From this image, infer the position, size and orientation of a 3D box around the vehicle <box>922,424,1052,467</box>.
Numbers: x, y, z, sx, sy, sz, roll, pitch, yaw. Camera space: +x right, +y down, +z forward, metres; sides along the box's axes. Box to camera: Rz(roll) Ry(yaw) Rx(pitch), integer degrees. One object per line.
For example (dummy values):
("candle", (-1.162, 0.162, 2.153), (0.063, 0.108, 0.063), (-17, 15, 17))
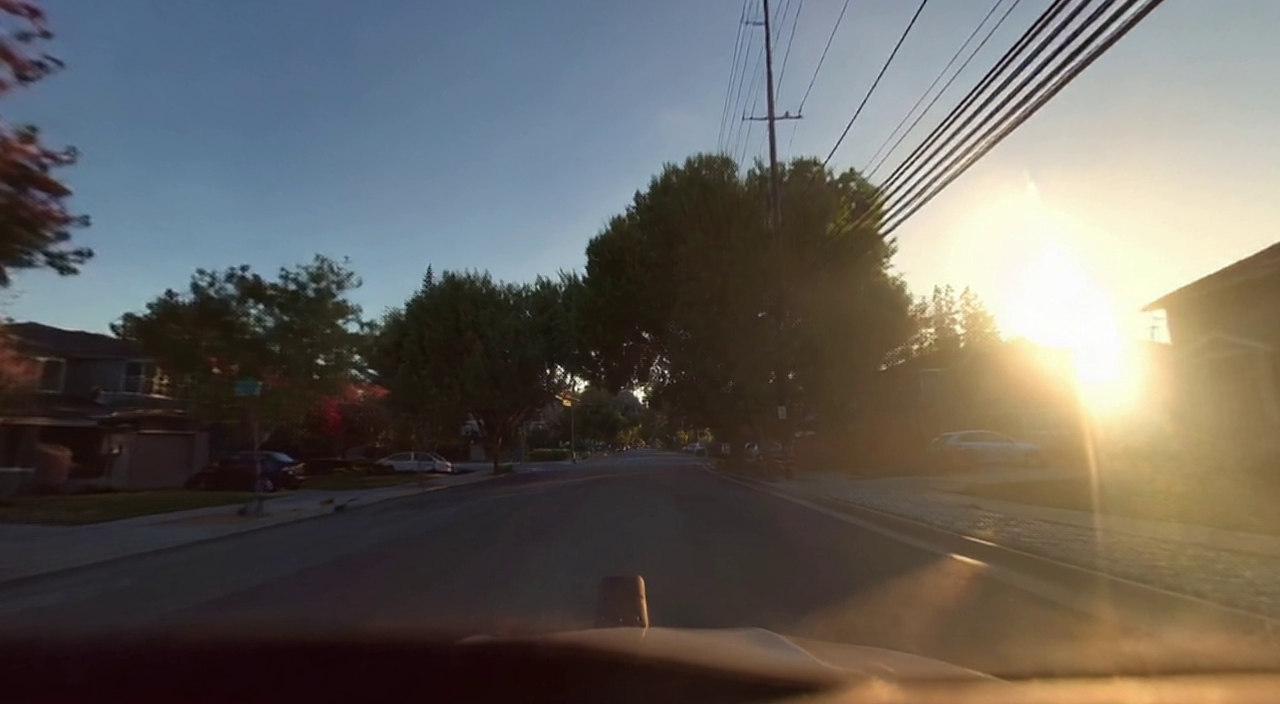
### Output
("vehicle", (14.994, 4.074, 27.540), (4.373, 1.759, 2.093), (0, -9, 5))

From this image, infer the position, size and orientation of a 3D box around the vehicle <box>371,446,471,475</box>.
("vehicle", (-12.457, 6.192, 36.149), (4.893, 1.567, 2.105), (-1, -8, 6))

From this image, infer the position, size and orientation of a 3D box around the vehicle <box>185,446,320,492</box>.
("vehicle", (-14.939, 4.502, 24.817), (1.978, 1.586, 5.192), (0, -8, 0))
